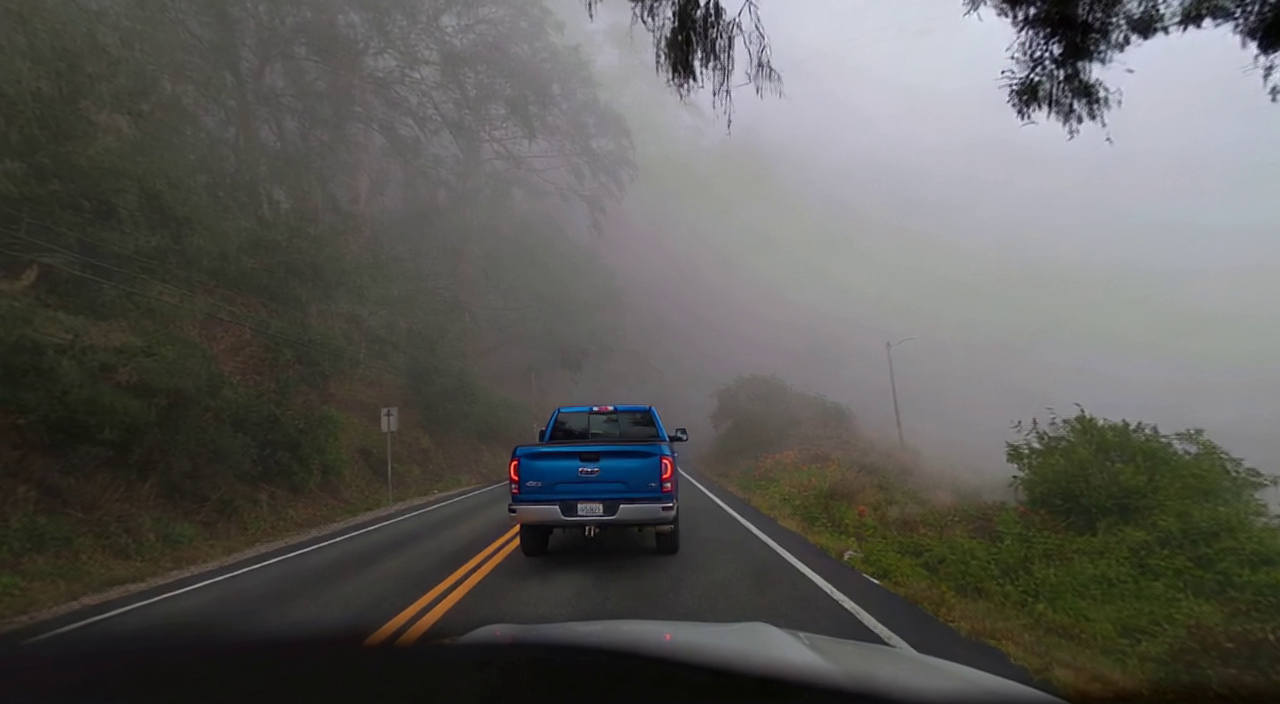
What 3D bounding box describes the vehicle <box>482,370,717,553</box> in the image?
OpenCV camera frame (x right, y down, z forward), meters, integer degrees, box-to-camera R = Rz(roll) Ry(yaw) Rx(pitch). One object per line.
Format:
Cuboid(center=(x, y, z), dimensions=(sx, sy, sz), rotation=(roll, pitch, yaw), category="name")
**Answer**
Cuboid(center=(-0.524, 1.757, 10.702), dimensions=(2.837, 2.223, 5.885), rotation=(0, -8, -1), category="vehicle")
